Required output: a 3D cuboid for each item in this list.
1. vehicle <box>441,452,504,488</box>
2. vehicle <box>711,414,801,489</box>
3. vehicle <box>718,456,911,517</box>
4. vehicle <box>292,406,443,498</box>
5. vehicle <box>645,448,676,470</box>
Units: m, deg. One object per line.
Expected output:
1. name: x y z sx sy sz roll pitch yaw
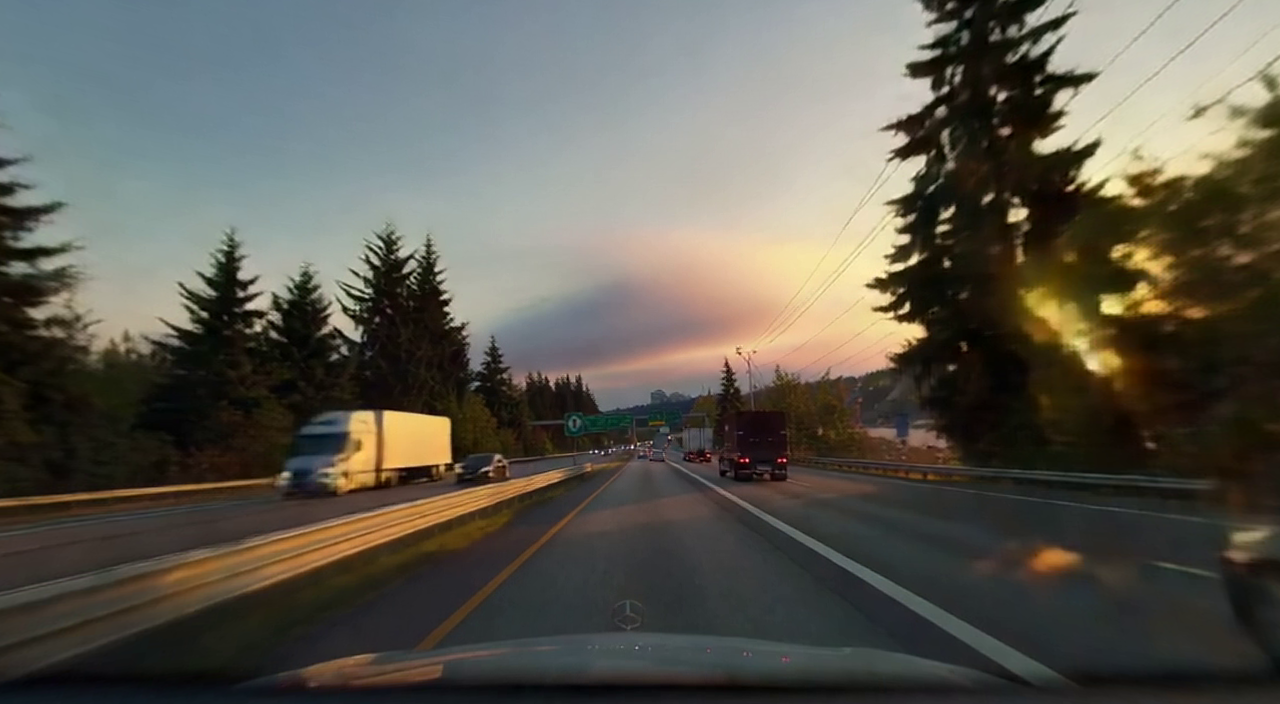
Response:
1. vehicle: -8.173 5.784 31.133 1.893 1.495 4.489 -3 -9 0
2. vehicle: 4.680 4.162 26.605 2.569 2.783 5.984 0 -9 -1
3. vehicle: 4.663 4.042 20.454 2.472 1.036 13.239 -2 -9 -1
4. vehicle: -12.259 4.646 29.571 2.938 3.612 8.757 0 -9 1
5. vehicle: 1.423 7.497 44.372 2.049 1.500 3.790 0 -9 1
